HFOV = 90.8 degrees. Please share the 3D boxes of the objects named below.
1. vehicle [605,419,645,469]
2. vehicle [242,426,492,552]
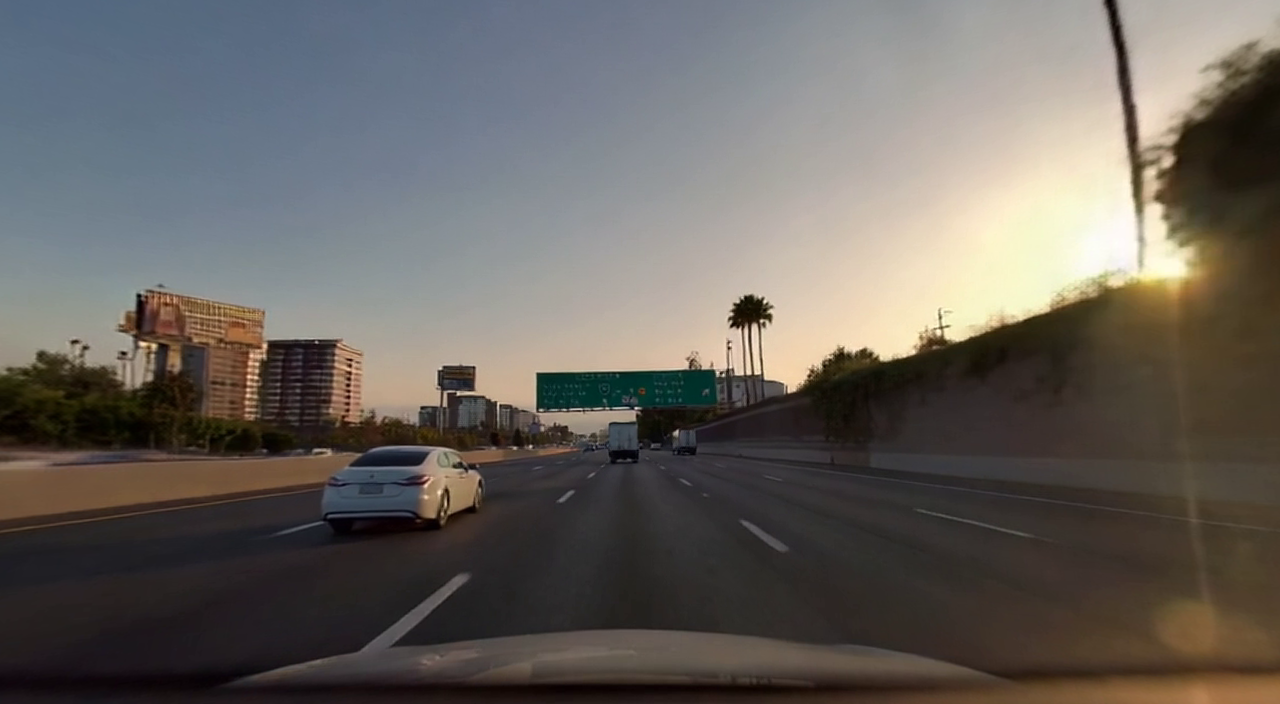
[{"bbox_3d":[-1.006,5.880,40.455,2.364,2.953,6.495,0,-8,-2],"label":"vehicle"},{"bbox_3d":[-4.067,2.112,10.571,2.021,1.598,4.887,0,-8,0],"label":"vehicle"}]
